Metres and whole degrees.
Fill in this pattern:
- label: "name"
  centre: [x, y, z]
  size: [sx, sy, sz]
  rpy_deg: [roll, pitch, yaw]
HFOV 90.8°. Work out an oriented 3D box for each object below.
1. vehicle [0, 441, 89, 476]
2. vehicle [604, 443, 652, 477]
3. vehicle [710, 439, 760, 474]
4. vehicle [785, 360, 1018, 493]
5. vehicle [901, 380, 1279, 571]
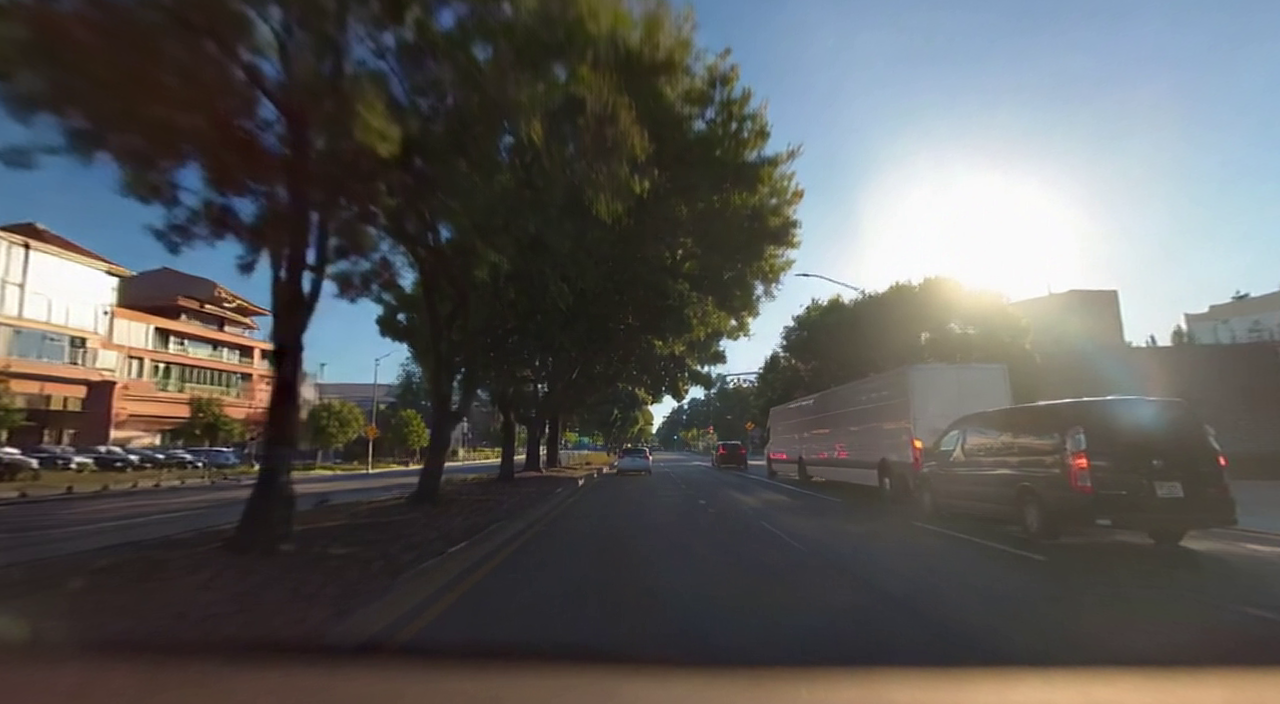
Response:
- label: "vehicle"
  centre: [-29.241, 4.955, 29.682]
  size: [4.624, 1.556, 2.207]
  rpy_deg: [0, -8, 0]
- label: "vehicle"
  centre: [-0.535, 5.025, 29.593]
  size: [2.095, 1.456, 3.873]
  rpy_deg: [0, -8, -1]
- label: "vehicle"
  centre: [4.932, 5.458, 33.277]
  size: [2.047, 1.711, 4.265]
  rpy_deg: [0, -8, 1]
- label: "vehicle"
  centre: [10.020, 3.514, 28.038]
  size: [2.960, 4.109, 16.764]
  rpy_deg: [0, -8, -1]
- label: "vehicle"
  centre: [6.644, 1.778, 9.935]
  size: [2.573, 2.127, 5.568]
  rpy_deg: [0, -8, -1]
